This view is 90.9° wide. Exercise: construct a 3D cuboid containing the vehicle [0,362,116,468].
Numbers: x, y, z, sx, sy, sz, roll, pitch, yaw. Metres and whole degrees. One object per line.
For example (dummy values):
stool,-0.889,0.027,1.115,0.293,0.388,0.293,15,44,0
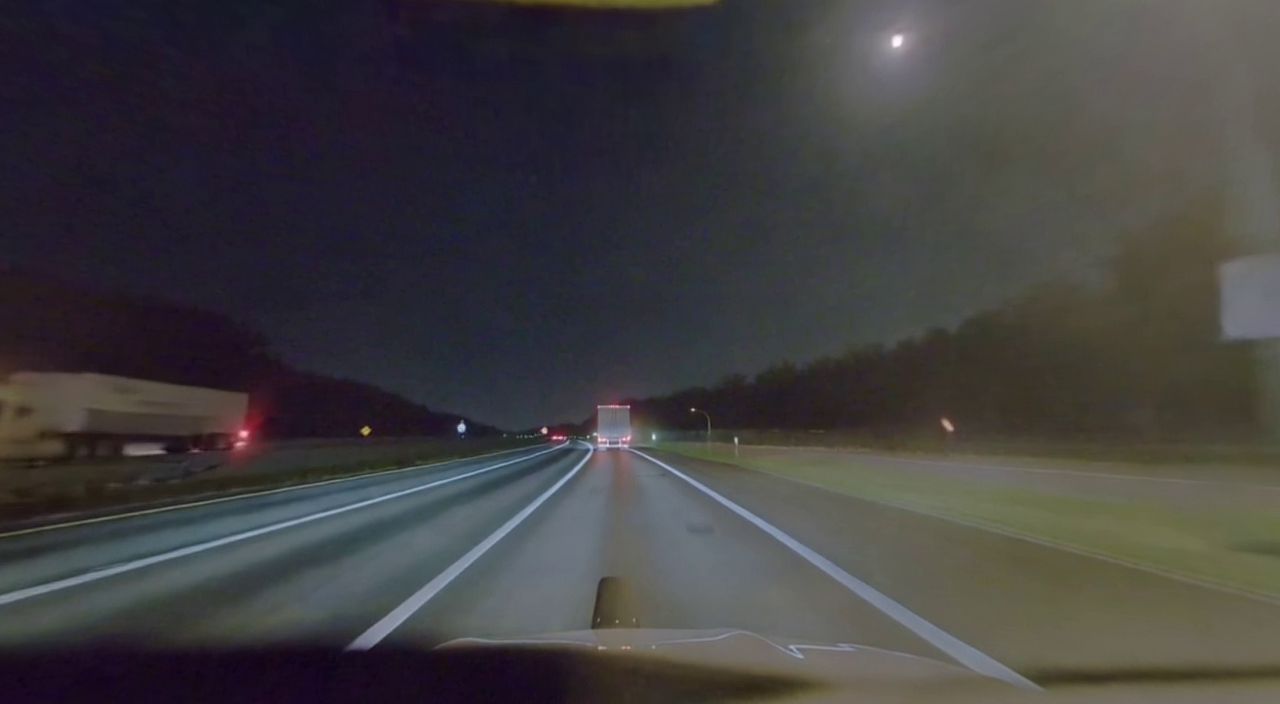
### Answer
vehicle,-25.405,2.676,25.622,2.968,3.914,6.085,0,-9,-3
